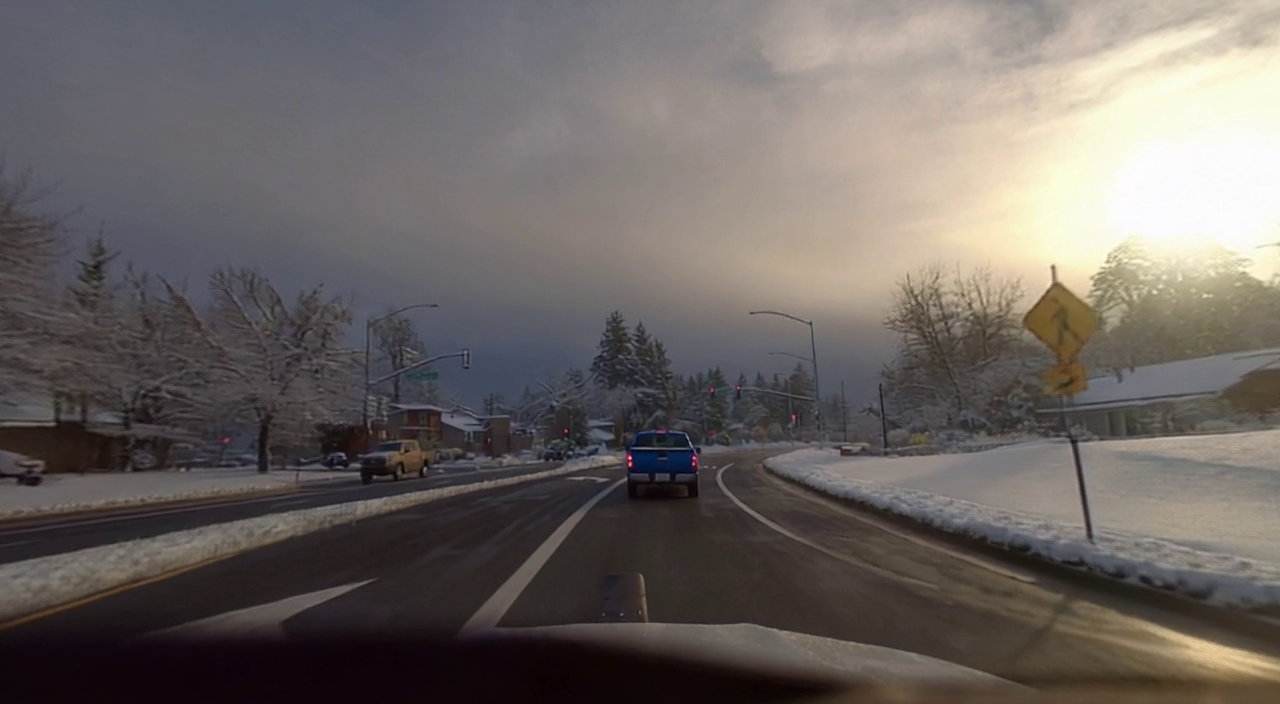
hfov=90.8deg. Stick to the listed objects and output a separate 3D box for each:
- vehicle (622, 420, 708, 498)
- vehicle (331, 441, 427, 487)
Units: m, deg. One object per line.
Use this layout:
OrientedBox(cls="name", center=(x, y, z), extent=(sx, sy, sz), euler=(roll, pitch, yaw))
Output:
OrientedBox(cls="vehicle", center=(0.769, 3.062, 18.311), extent=(2.153, 1.942, 4.767), euler=(-1, -9, 3))
OrientedBox(cls="vehicle", center=(-12.108, 5.185, 29.741), extent=(2.053, 1.822, 4.852), euler=(-2, -7, 6))
